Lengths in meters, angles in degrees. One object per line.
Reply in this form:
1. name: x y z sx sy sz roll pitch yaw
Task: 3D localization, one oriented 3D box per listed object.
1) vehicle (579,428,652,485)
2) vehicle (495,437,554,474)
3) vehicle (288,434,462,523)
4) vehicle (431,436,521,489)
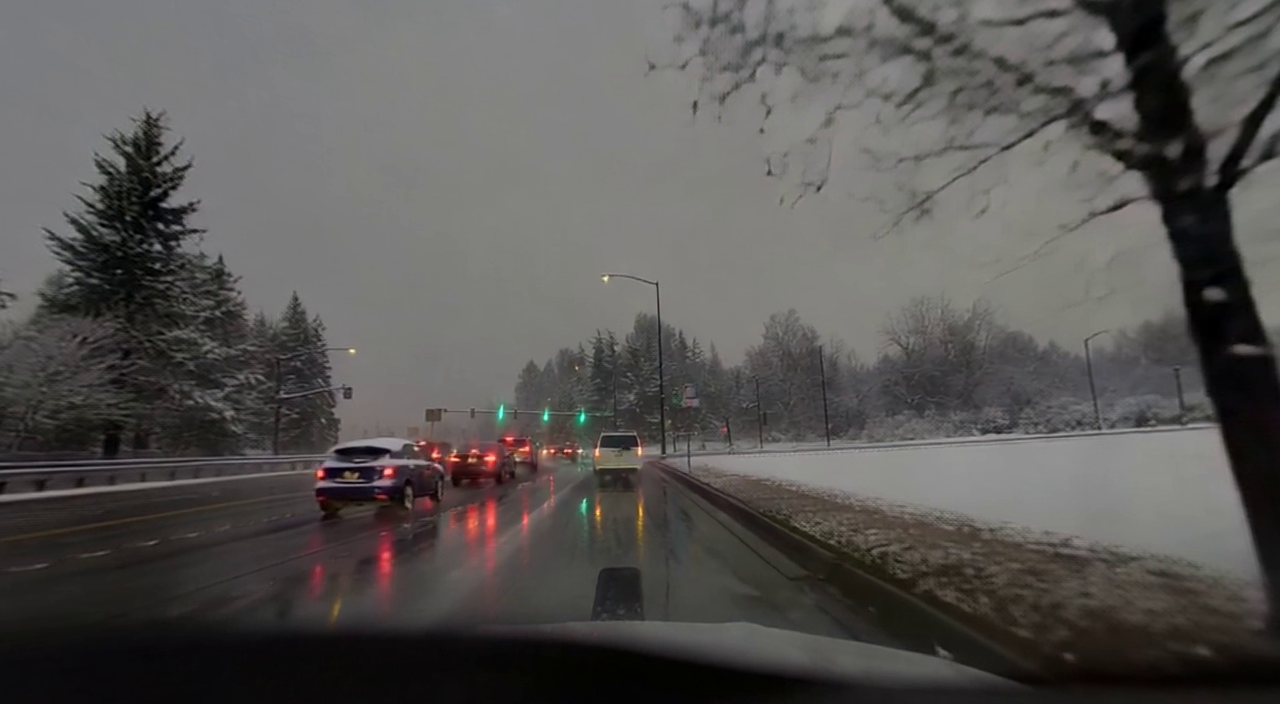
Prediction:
1. vehicle: -0.892 3.729 22.835 2.368 1.829 4.293 0 -9 -2
2. vehicle: -5.876 5.318 32.696 2.188 1.774 4.477 0 -8 0
3. vehicle: -5.497 2.647 13.813 2.069 1.616 4.108 0 -8 -1
4. vehicle: -5.725 3.910 22.695 2.010 1.674 4.484 0 -8 0
